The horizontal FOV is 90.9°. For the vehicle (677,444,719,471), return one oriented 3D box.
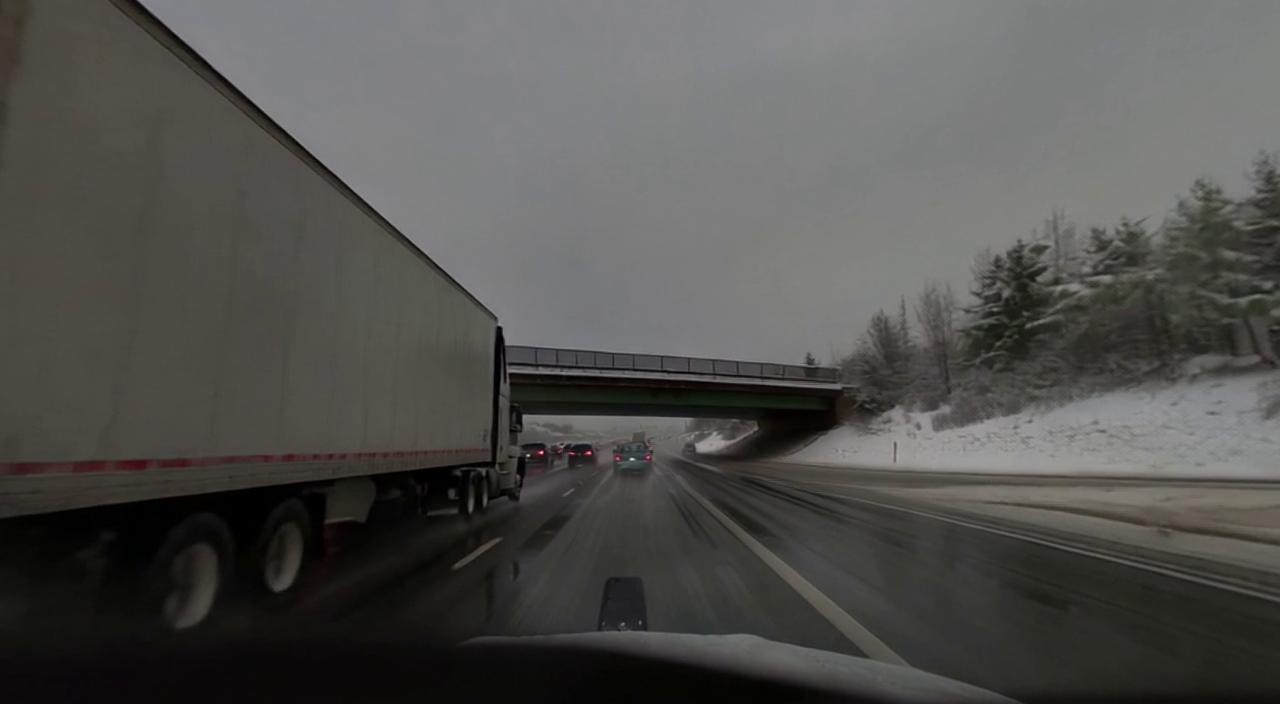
[{"bbox_3d":[3.322,6.096,36.752,2.003,1.465,4.092,0,-8,-1],"label":"vehicle"}]

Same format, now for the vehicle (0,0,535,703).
[{"bbox_3d":[-3.704,0.764,7.099,3.075,3.276,11.073,0,-8,0],"label":"vehicle"}]

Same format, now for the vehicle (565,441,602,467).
[{"bbox_3d":[-3.860,7.071,43.876,2.124,1.639,4.344,0,-8,1],"label":"vehicle"}]

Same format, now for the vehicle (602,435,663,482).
[{"bbox_3d":[-0.274,4.246,25.370,2.270,1.696,4.061,0,-8,0],"label":"vehicle"}]
